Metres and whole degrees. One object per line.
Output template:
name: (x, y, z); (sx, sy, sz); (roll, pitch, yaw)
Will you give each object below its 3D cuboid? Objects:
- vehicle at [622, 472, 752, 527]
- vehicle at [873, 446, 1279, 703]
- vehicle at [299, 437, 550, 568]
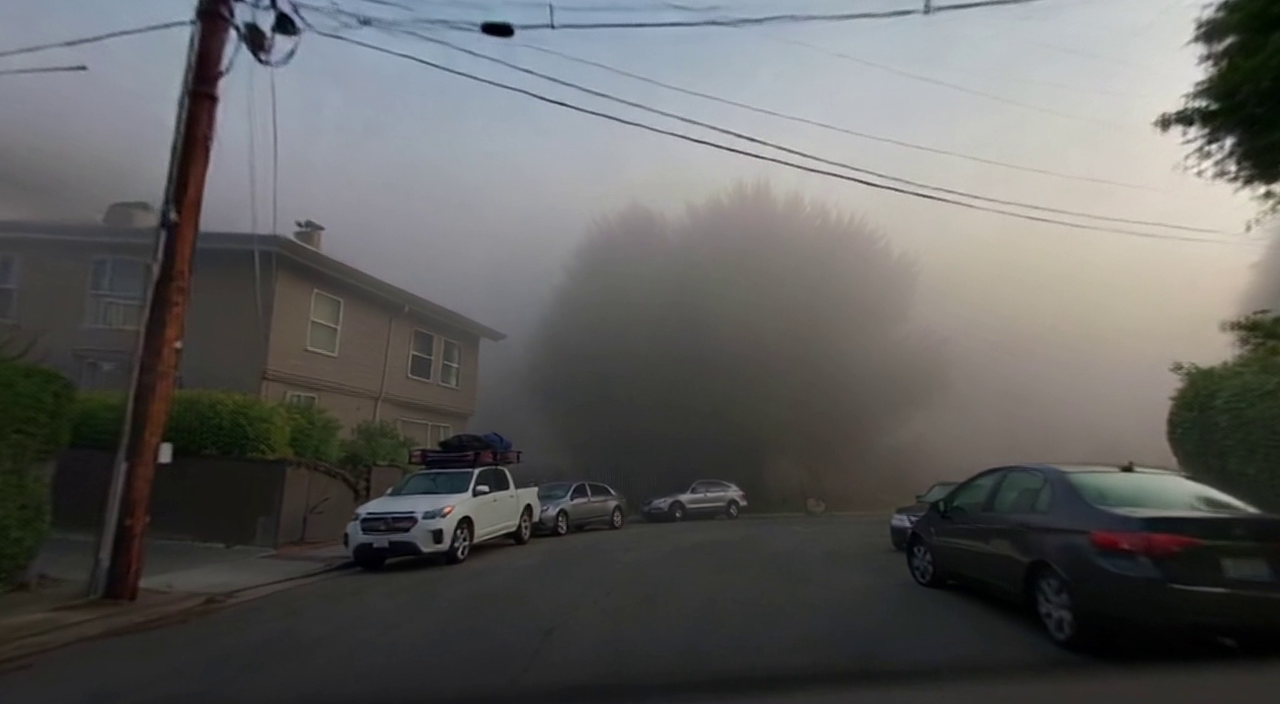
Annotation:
vehicle: (1.694, 5.087, 22.218); (4.217, 1.547, 2.082); (6, -10, -36)
vehicle: (3.893, 1.576, 5.568); (1.910, 1.477, 4.569); (0, -8, 0)
vehicle: (-3.416, 2.649, 11.419); (2.247, 1.702, 5.043); (-4, -12, 7)
